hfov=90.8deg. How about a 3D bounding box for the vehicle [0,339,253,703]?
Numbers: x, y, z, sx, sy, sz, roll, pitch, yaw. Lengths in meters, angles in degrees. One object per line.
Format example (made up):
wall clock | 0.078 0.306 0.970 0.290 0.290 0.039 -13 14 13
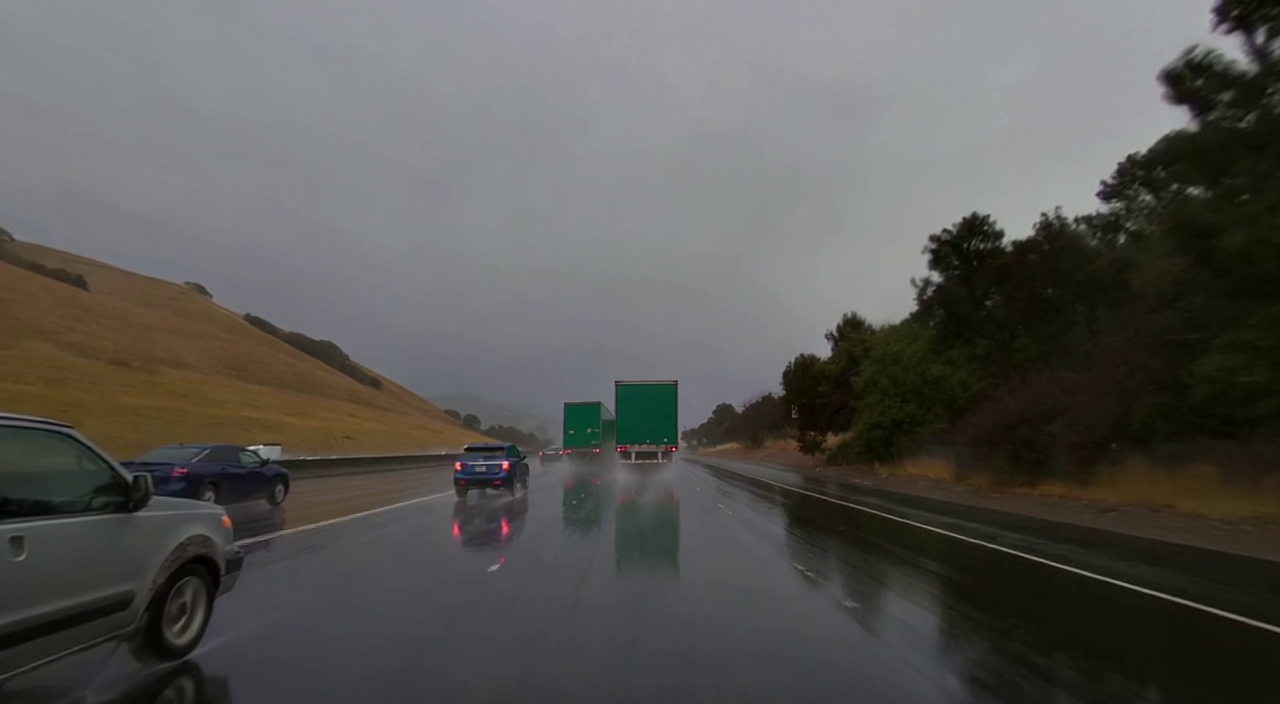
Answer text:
vehicle | -3.829 0.728 1.921 2.136 1.779 4.875 0 -8 1

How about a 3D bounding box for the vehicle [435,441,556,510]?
vehicle | -3.328 2.919 15.442 1.950 1.446 4.224 0 -8 0

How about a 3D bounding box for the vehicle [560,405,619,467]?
vehicle | -3.569 6.596 48.930 3.311 4.073 14.172 0 -8 0

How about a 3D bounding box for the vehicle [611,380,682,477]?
vehicle | 0.464 3.957 31.635 2.913 3.988 10.874 0 -8 2
